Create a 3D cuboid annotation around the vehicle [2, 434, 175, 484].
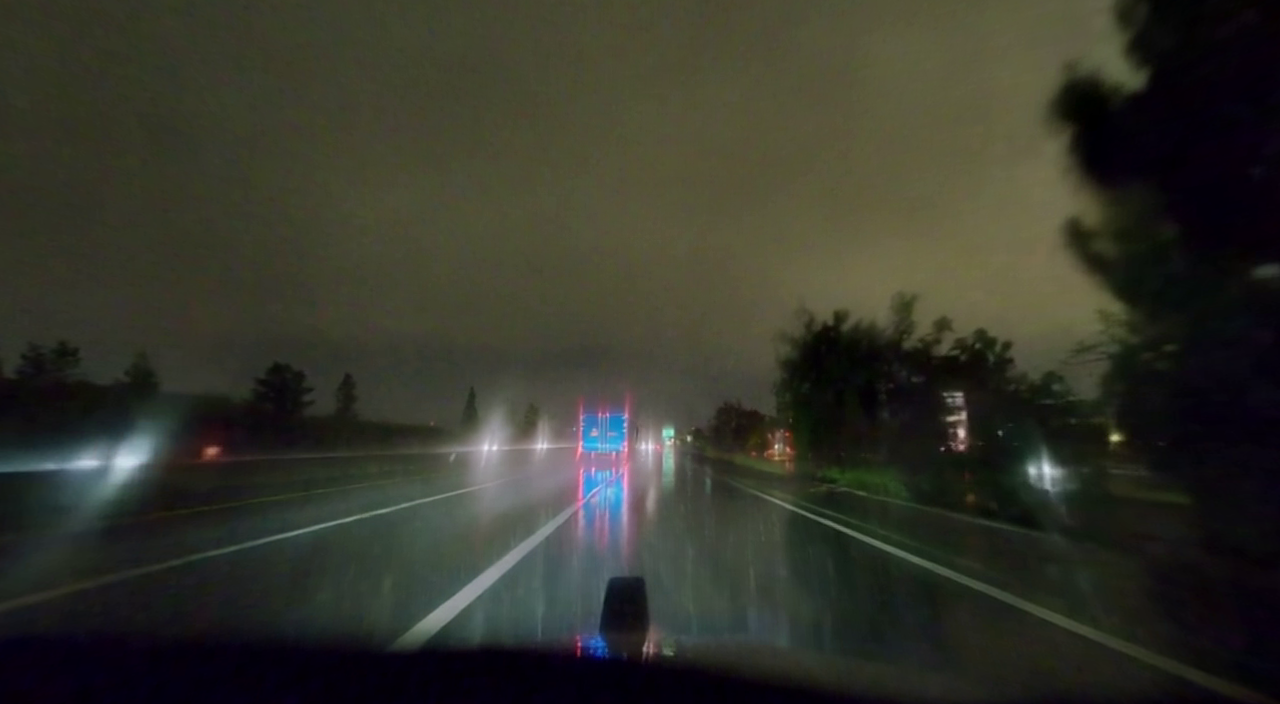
[{"bbox_3d":[-19.619,3.810,22.784,1.918,1.593,4.638,0,-8,2],"label":"vehicle"}]
